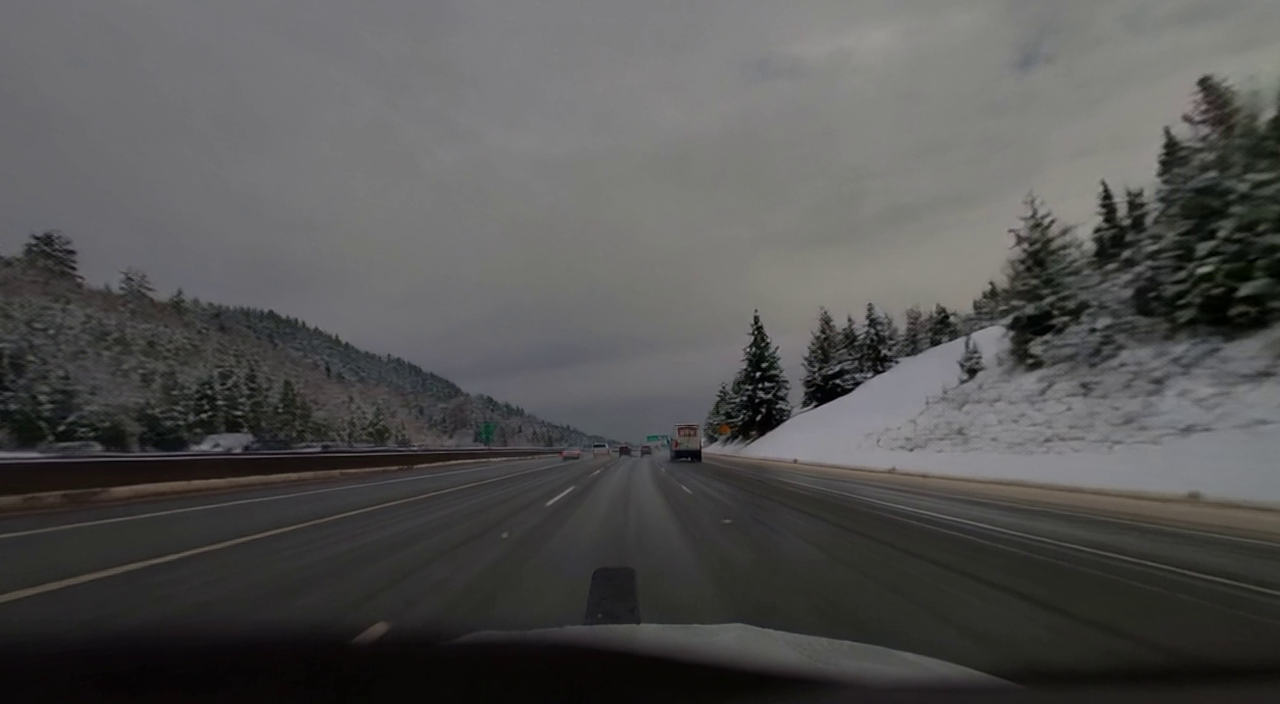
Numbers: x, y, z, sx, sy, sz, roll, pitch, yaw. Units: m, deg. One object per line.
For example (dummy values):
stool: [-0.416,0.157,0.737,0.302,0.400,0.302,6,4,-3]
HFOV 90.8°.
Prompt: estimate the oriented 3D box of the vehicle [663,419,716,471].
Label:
vehicle: [3.226,6.422,43.298,2.795,3.187,7.205,0,-9,-2]
